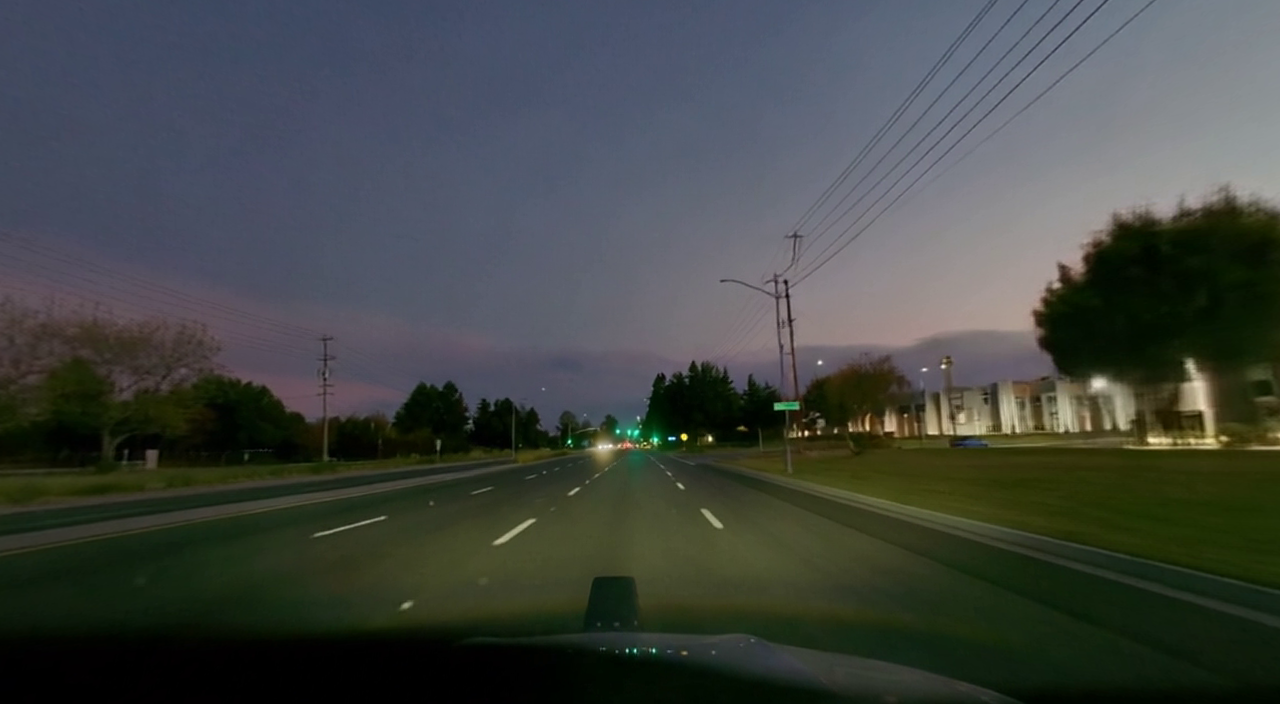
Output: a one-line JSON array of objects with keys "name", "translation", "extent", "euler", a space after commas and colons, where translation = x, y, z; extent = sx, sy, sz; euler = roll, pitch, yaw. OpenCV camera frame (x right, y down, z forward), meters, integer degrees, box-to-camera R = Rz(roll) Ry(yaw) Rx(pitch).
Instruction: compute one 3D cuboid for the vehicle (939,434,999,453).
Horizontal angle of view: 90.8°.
[{"name": "vehicle", "translation": [25.472, 7.115, 49.124], "extent": [1.996, 1.442, 4.785], "euler": [0, -8, -1]}]
